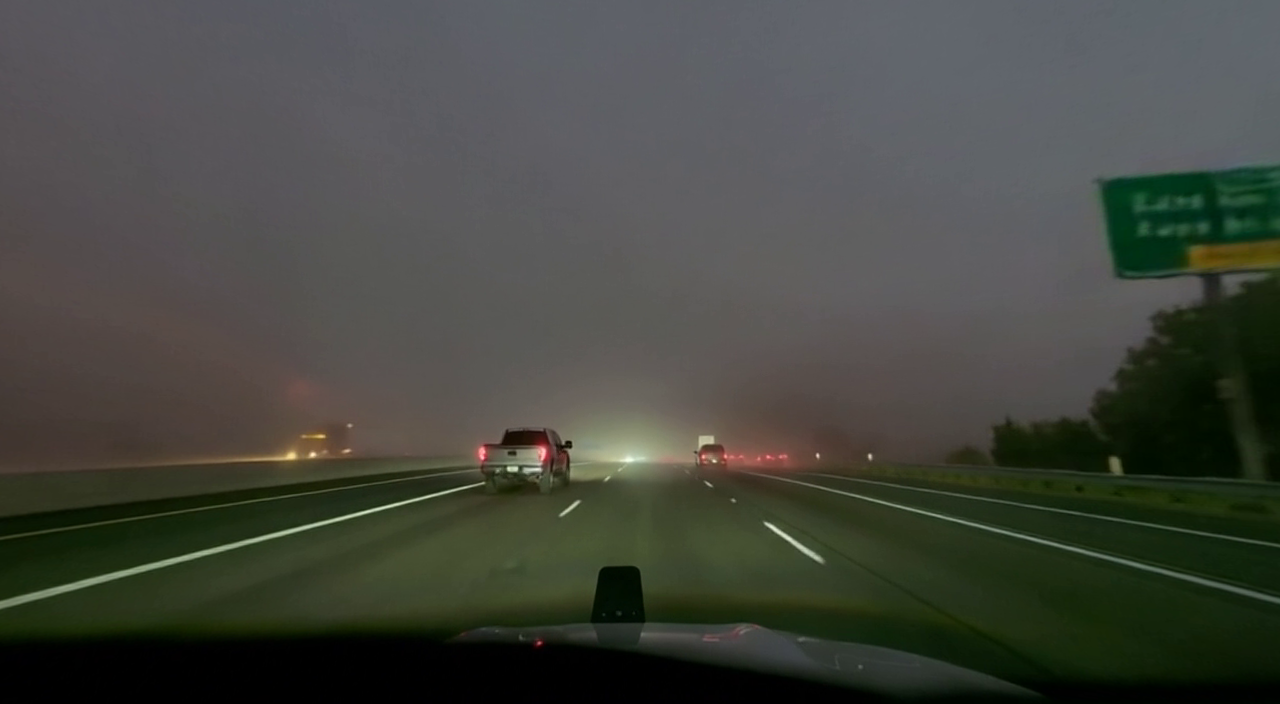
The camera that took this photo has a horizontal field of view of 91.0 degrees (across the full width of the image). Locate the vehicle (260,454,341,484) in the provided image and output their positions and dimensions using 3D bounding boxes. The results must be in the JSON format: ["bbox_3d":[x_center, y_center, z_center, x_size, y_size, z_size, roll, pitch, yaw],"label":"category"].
[{"bbox_3d":[-20.041,6.897,37.424,1.921,1.534,4.767,0,-9,3],"label":"vehicle"}]

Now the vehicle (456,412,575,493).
[{"bbox_3d":[-3.759,3.248,20.585,2.496,2.203,6.317,0,-9,1],"label":"vehicle"}]

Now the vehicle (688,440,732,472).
[{"bbox_3d":[3.868,5.830,35.583,2.095,1.668,4.135,0,-9,1],"label":"vehicle"}]
